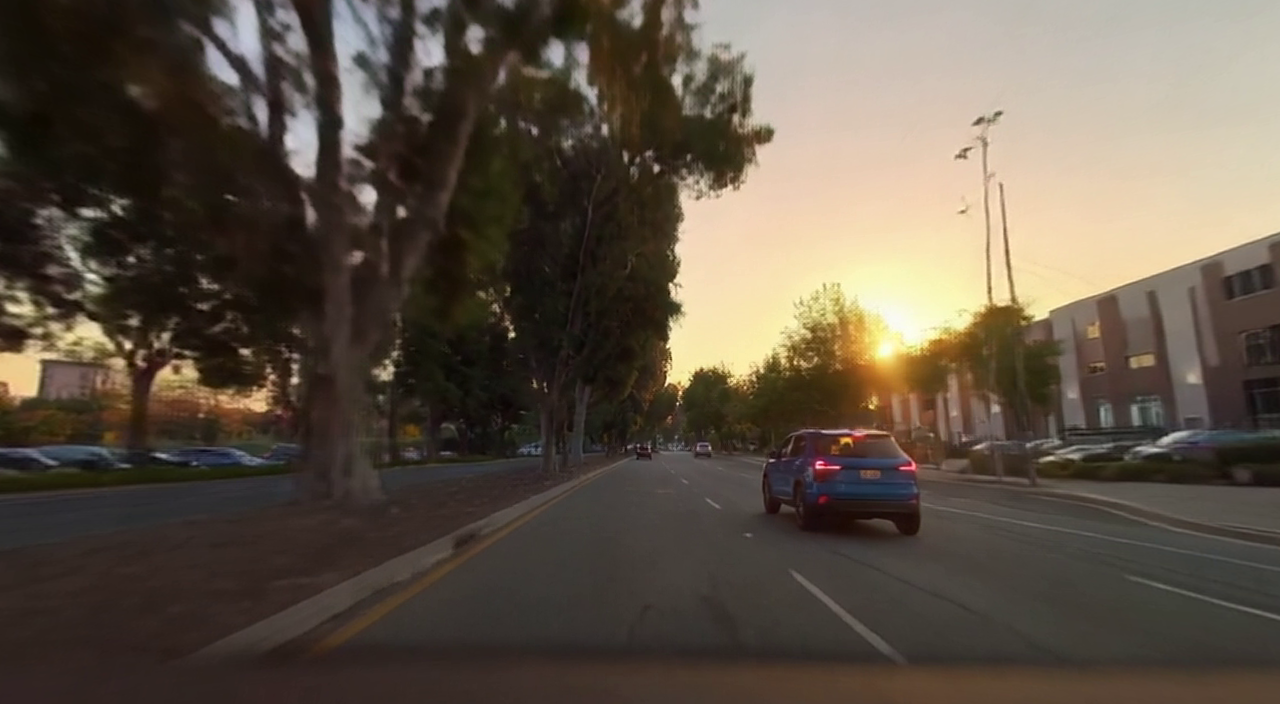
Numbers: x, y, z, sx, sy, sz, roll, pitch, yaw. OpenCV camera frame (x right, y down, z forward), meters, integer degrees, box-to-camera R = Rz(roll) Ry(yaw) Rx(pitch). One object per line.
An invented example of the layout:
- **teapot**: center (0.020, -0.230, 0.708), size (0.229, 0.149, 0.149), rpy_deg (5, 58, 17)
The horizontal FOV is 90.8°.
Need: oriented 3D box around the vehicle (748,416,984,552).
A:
- **vehicle**: center (3.193, 1.967, 10.073), size (2.060, 1.665, 4.284), rpy_deg (0, -9, -1)
